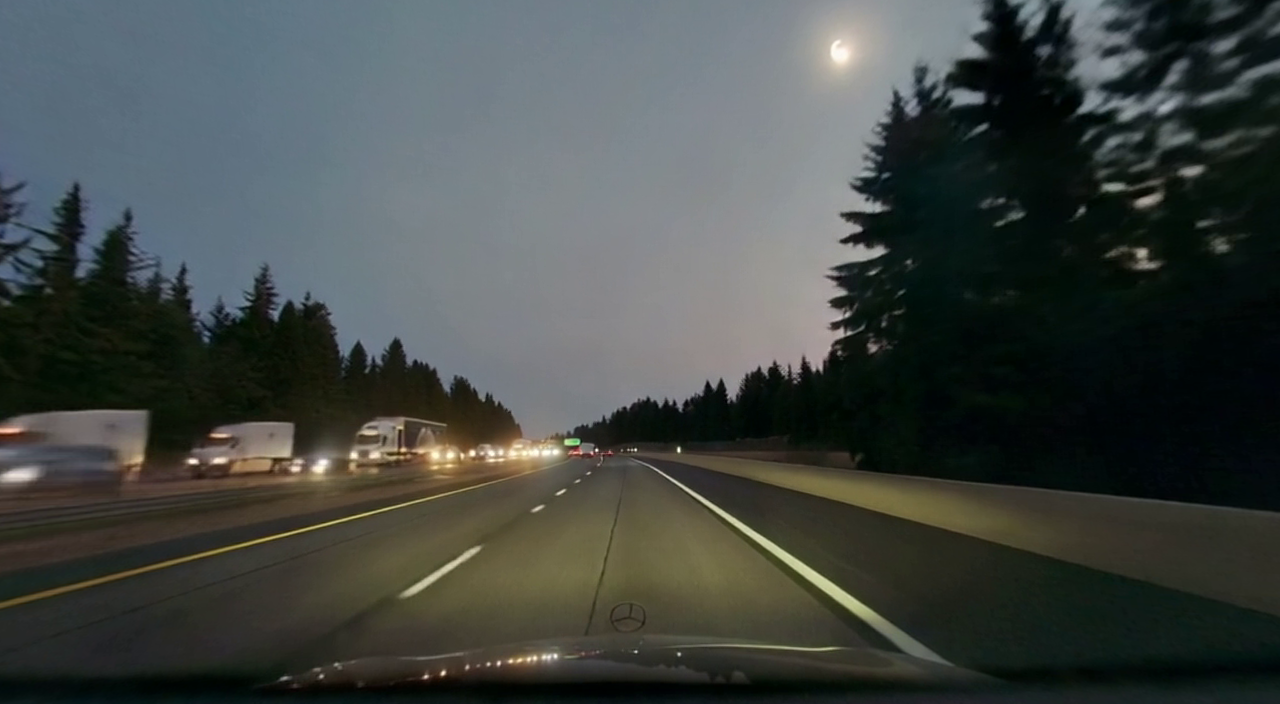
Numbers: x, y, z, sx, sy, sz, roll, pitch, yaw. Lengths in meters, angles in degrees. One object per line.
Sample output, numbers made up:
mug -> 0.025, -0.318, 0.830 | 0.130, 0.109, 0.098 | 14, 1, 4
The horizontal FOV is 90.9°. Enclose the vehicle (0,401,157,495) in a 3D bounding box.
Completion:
vehicle -> -20.297, 3.332, 21.860 | 2.249, 2.817, 5.913 | 0, -9, 0

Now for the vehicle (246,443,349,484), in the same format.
vehicle -> -15.048, 4.895, 28.012 | 1.953, 1.662, 4.536 | 0, -9, 1

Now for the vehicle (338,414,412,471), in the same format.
vehicle -> -19.983, 6.837, 47.939 | 3.004, 3.954, 5.872 | 2, -7, -1

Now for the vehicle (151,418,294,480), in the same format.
vehicle -> -19.709, 4.659, 30.292 | 2.466, 2.670, 6.240 | 0, -9, 1

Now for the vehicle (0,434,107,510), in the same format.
vehicle -> -15.597, 2.865, 14.964 | 1.962, 1.714, 4.445 | -2, -9, 0
